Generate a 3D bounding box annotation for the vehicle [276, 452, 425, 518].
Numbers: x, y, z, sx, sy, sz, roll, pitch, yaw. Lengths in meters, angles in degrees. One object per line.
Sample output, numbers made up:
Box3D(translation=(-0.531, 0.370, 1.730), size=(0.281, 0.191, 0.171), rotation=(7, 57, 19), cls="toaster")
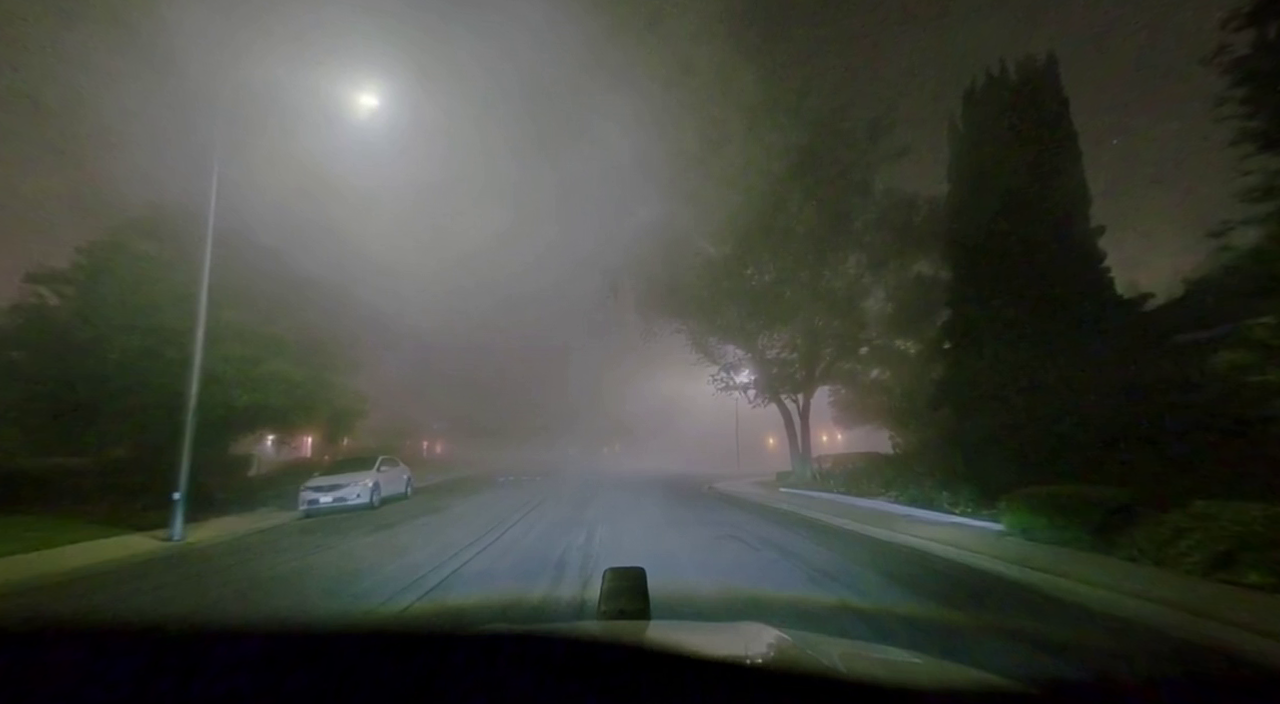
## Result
Box3D(translation=(-7.701, 3.546, 17.488), size=(2.069, 1.487, 5.470), rotation=(0, -9, -6), cls="vehicle")
